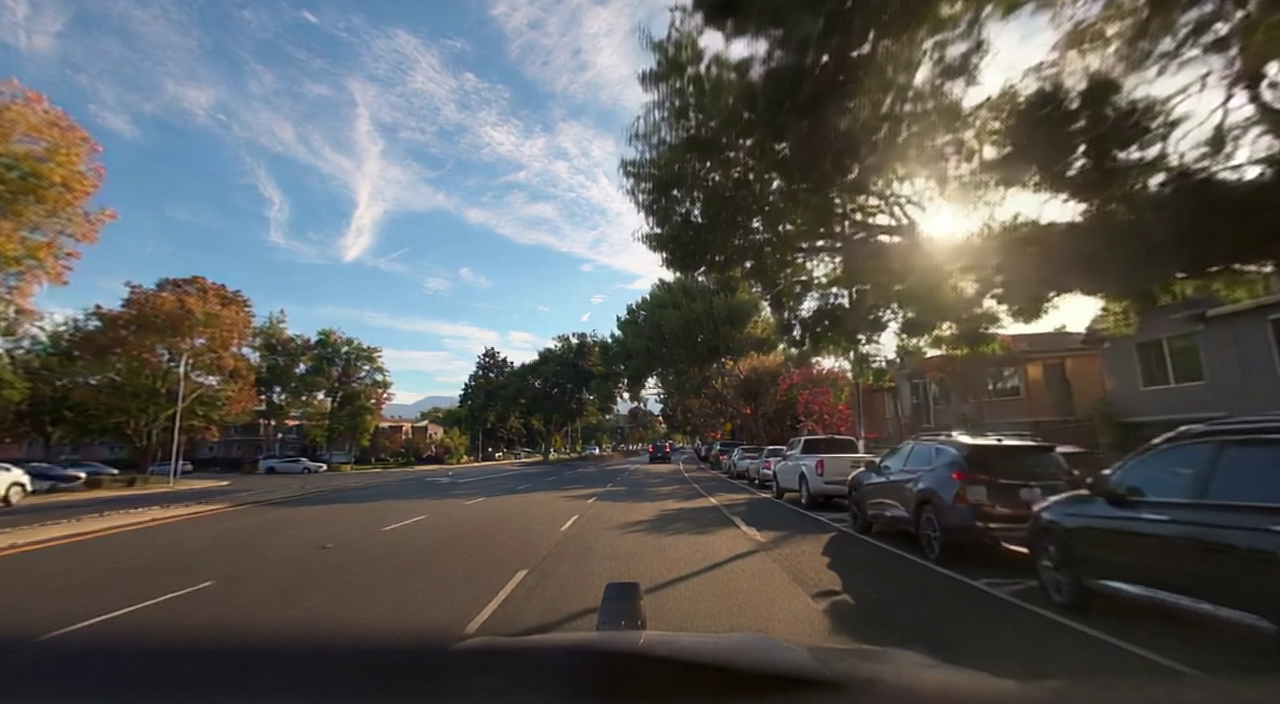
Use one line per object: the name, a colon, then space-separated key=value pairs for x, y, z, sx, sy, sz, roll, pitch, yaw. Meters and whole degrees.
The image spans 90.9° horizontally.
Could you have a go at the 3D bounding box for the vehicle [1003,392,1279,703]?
vehicle: x=4.427 y=1.112 z=3.837 sx=2.011 sy=1.649 sz=4.001 roll=0 pitch=-9 yaw=0

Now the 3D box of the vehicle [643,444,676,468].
vehicle: x=1.290 y=6.727 z=40.953 sx=2.011 sy=1.480 sz=4.170 roll=-1 pitch=-9 yaw=2

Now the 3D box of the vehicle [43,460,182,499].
vehicle: x=-23.086 y=5.572 z=27.884 sx=1.909 sy=1.451 sz=4.757 roll=-1 pitch=-9 yaw=2
